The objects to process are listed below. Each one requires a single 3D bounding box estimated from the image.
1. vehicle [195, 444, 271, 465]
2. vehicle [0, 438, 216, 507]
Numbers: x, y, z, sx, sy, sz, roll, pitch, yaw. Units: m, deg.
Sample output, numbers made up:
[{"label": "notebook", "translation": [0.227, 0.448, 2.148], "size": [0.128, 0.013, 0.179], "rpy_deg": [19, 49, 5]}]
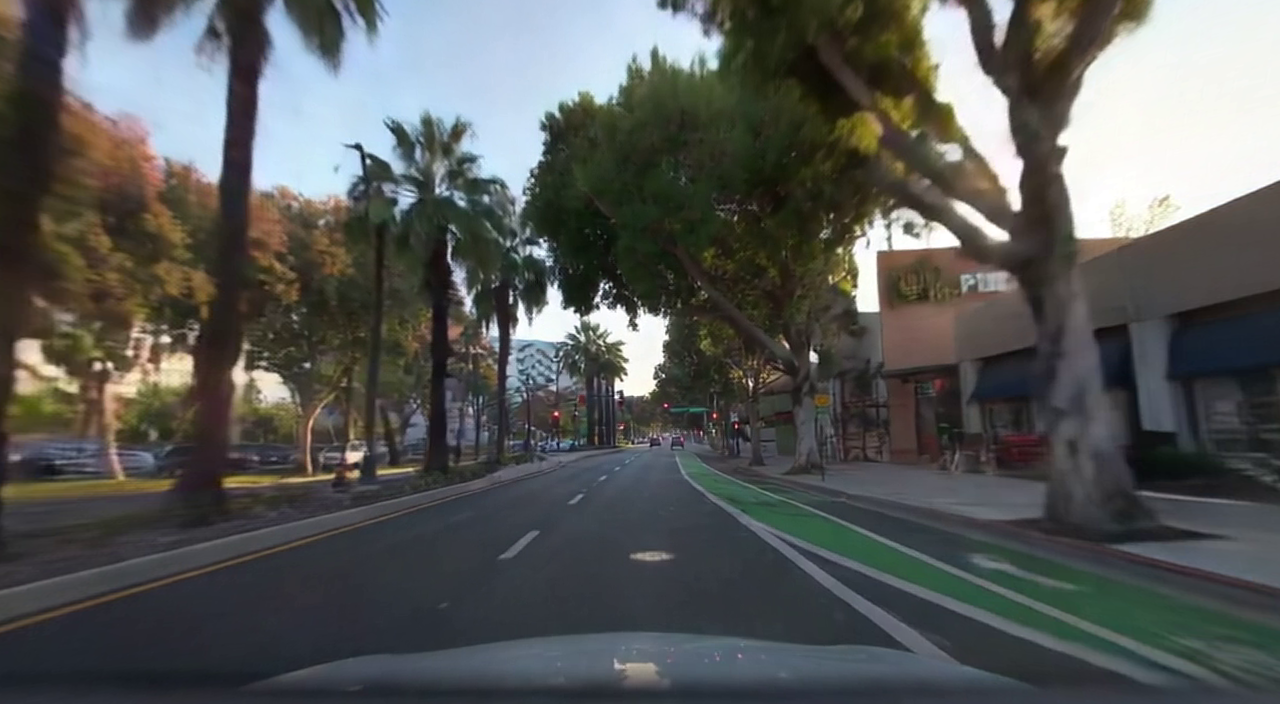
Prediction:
[{"label": "vehicle", "translation": [-29.452, 7.408, 45.723], "size": [4.479, 1.465, 1.772], "rpy_deg": [-1, -8, 8]}, {"label": "vehicle", "translation": [-17.257, 3.868, 20.931], "size": [2.211, 1.924, 5.789], "rpy_deg": [-1, -9, 2]}]
